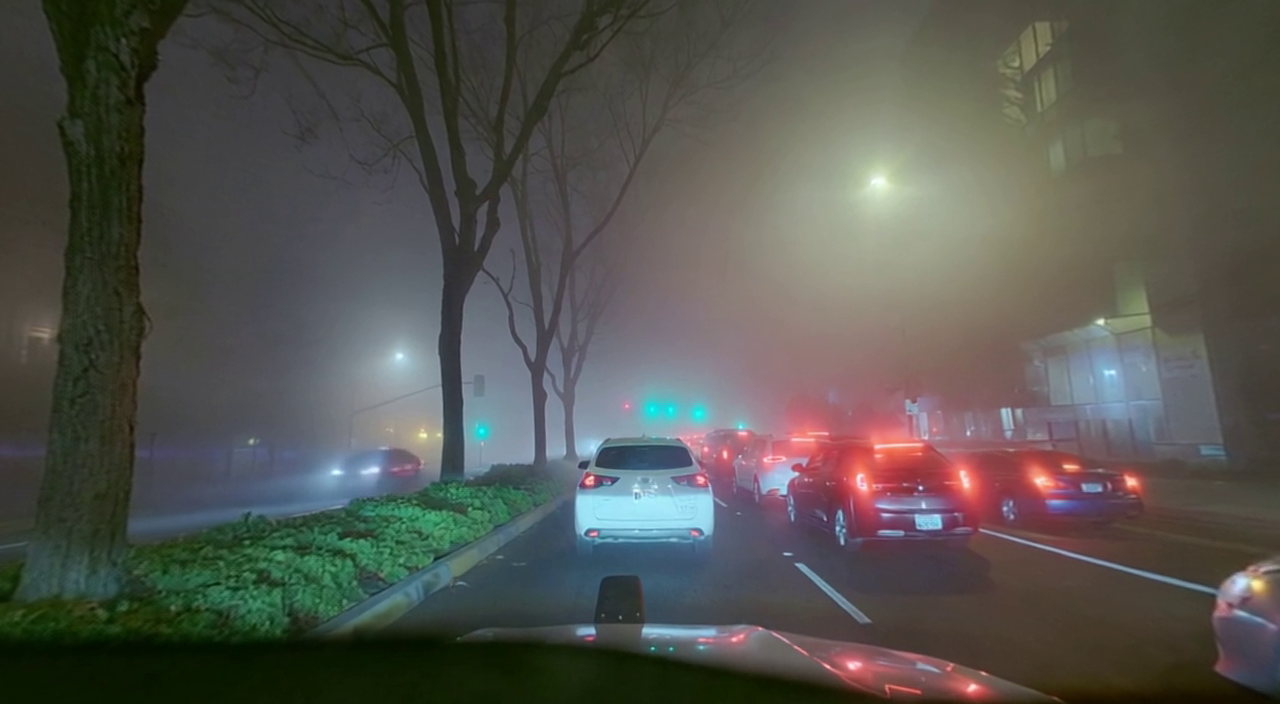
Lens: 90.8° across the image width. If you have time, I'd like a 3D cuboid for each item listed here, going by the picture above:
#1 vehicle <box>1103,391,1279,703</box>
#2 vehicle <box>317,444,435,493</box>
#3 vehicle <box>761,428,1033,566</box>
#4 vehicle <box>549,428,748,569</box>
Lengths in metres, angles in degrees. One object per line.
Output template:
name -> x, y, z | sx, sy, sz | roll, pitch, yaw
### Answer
vehicle -> 3.211, 0.652, 0.616 | 1.982, 1.491, 4.664 | 0, -8, 0
vehicle -> -9.157, 4.070, 22.500 | 2.000, 1.519, 4.964 | 0, -8, 1
vehicle -> 3.243, 1.913, 9.200 | 1.995, 1.483, 4.533 | 0, -8, -1
vehicle -> 0.050, 1.865, 8.846 | 2.105, 1.474, 4.127 | 0, -8, -1
